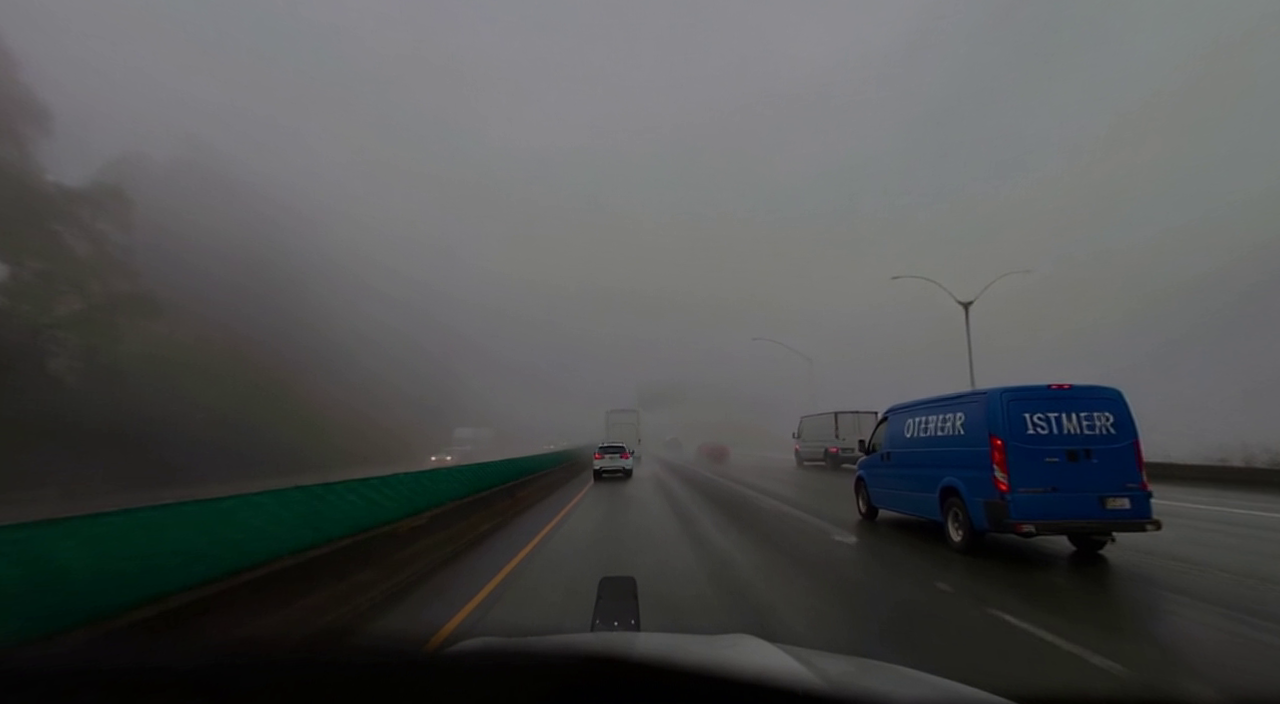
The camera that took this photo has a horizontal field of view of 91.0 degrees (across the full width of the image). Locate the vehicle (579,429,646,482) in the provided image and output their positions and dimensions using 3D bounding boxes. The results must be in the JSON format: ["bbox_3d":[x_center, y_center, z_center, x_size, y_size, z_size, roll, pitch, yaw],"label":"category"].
[{"bbox_3d":[-0.900,3.518,21.652,2.100,1.636,3.620,0,-8,-1],"label":"vehicle"}]

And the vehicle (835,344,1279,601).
[{"bbox_3d":[4.338,1.290,7.565,2.223,2.008,5.121,0,-8,-1],"label":"vehicle"}]
